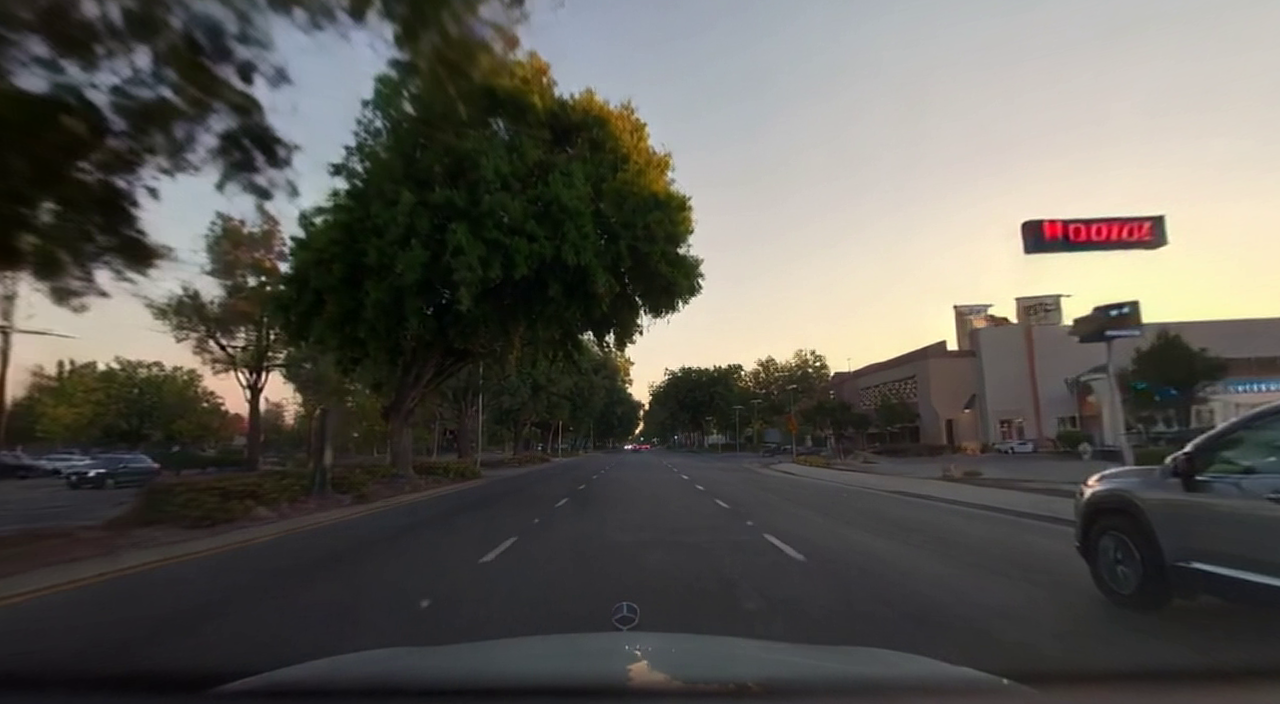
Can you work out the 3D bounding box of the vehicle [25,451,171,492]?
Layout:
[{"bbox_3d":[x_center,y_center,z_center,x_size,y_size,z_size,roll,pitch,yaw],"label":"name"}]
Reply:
[{"bbox_3d":[-22.581,4.964,26.650,1.864,1.510,4.664,-1,-8,3],"label":"vehicle"}]

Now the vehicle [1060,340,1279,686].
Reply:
[{"bbox_3d":[4.747,0.802,2.805,2.185,1.956,5.128,0,-8,0],"label":"vehicle"}]
